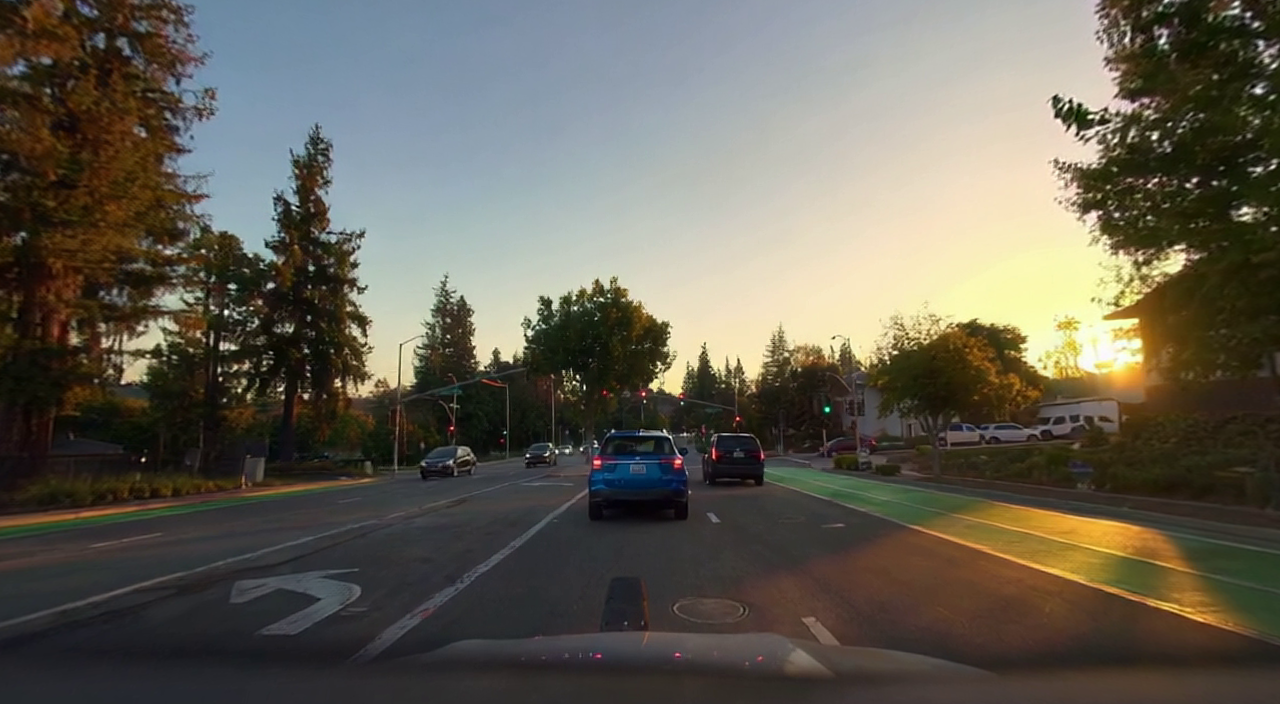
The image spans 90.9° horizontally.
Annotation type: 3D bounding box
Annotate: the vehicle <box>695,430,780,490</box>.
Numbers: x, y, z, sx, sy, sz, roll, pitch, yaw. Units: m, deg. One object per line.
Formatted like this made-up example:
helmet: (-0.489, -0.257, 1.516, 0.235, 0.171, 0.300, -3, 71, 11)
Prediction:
vehicle: (3.213, 3.664, 21.754, 2.189, 1.815, 4.495, 0, -8, 0)

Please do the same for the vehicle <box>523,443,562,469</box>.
vehicle: (-6.887, 7.339, 44.845, 2.005, 1.729, 4.293, 0, -8, 1)

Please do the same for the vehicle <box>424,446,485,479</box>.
vehicle: (-9.994, 5.967, 34.352, 1.886, 1.666, 4.575, 0, -8, 1)

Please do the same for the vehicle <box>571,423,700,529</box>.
vehicle: (-0.059, 2.345, 12.424, 2.109, 1.730, 3.963, 0, -8, 0)
